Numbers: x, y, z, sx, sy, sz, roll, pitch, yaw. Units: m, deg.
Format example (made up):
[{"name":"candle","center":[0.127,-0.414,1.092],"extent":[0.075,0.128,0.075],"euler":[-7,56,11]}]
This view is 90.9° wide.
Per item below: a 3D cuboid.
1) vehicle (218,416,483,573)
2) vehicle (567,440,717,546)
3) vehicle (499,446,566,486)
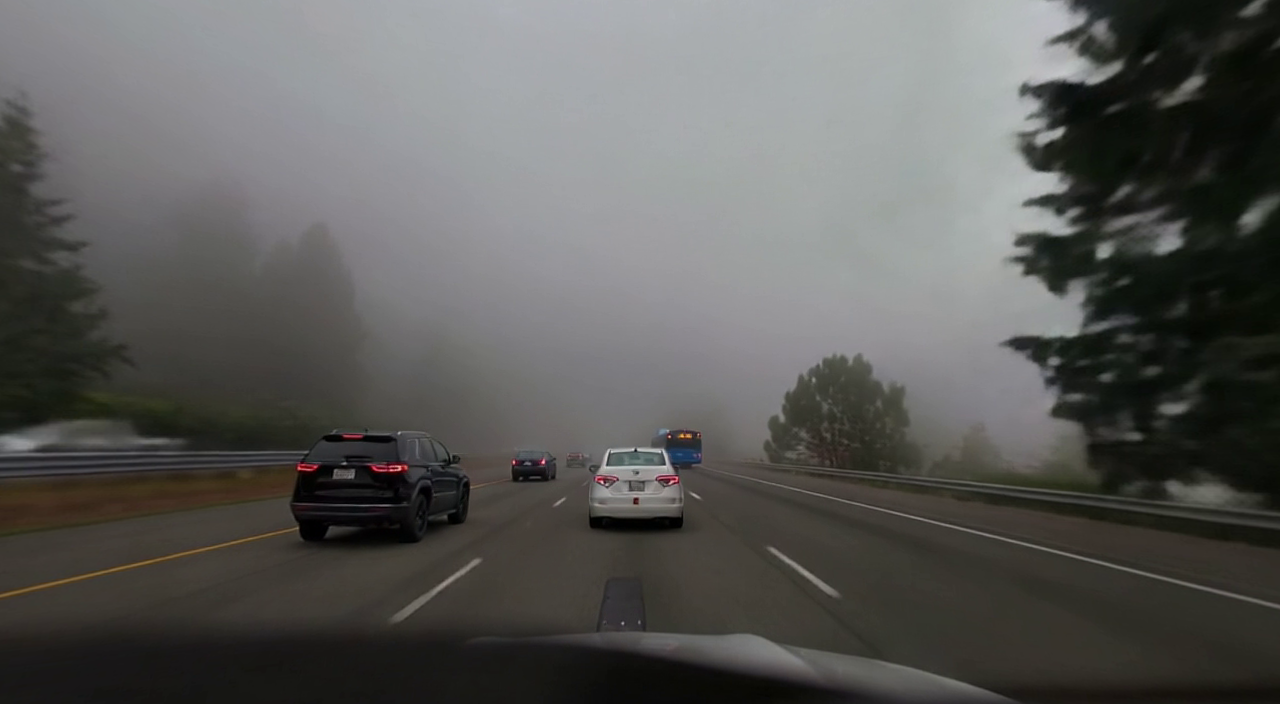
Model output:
[{"name":"vehicle","center":[-3.705,1.888,9.054],"extent":[1.830,1.703,4.142],"euler":[0,-9,0]},{"name":"vehicle","center":[-0.029,2.325,11.075],"extent":[2.120,1.478,4.179],"euler":[0,-9,-2]},{"name":"vehicle","center":[-4.392,4.713,26.323],"extent":[2.122,1.491,3.800],"euler":[0,-9,-1]}]
